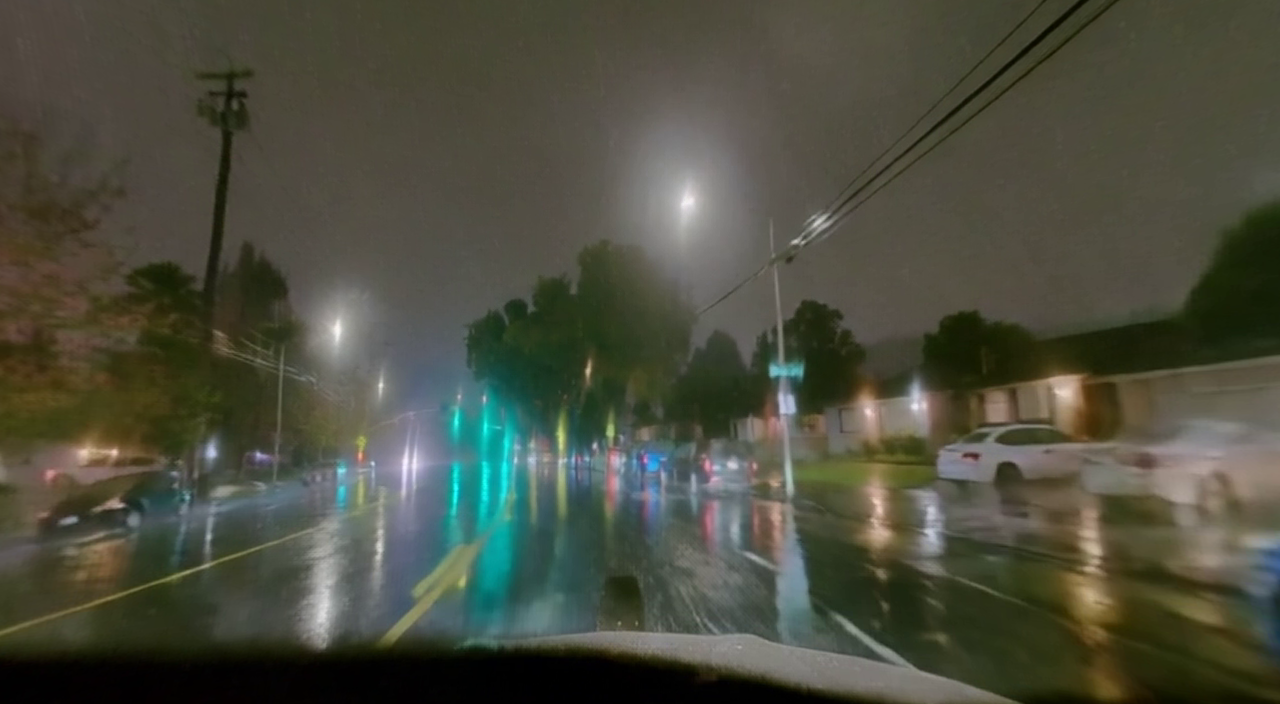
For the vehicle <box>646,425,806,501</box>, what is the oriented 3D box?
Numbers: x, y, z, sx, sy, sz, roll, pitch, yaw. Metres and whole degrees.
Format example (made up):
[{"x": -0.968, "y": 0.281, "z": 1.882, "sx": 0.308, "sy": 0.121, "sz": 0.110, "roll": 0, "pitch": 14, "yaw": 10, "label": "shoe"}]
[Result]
[{"x": 2.244, "y": 3.354, "z": 19.290, "sx": 2.723, "sy": 1.785, "sz": 7.174, "roll": 4, "pitch": -10, "yaw": -10, "label": "vehicle"}]

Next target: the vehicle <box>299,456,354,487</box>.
[{"x": -19.060, "y": 7.236, "z": 38.403, "sx": 1.932, "sy": 1.468, "sz": 4.305, "roll": -5, "pitch": -7, "yaw": -12, "label": "vehicle"}]

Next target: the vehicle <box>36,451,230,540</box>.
[{"x": -13.376, "y": 3.719, "z": 17.032, "sx": 1.992, "sy": 1.677, "sz": 4.499, "roll": -6, "pitch": -7, "yaw": -8, "label": "vehicle"}]

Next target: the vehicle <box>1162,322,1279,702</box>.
[{"x": 4.666, "y": 0.451, "z": 0.436, "sx": 2.402, "sy": 1.889, "sz": 6.910, "roll": 3, "pitch": -9, "yaw": -4, "label": "vehicle"}]

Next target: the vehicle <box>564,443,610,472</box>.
[{"x": -3.635, "y": 7.014, "z": 42.248, "sx": 2.348, "sy": 1.804, "sz": 5.207, "roll": 2, "pitch": -9, "yaw": -13, "label": "vehicle"}]

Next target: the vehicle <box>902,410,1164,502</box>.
[{"x": 9.017, "y": 2.398, "z": 14.703, "sx": 4.724, "sy": 1.585, "sz": 2.123, "roll": -4, "pitch": -9, "yaw": -7, "label": "vehicle"}]
